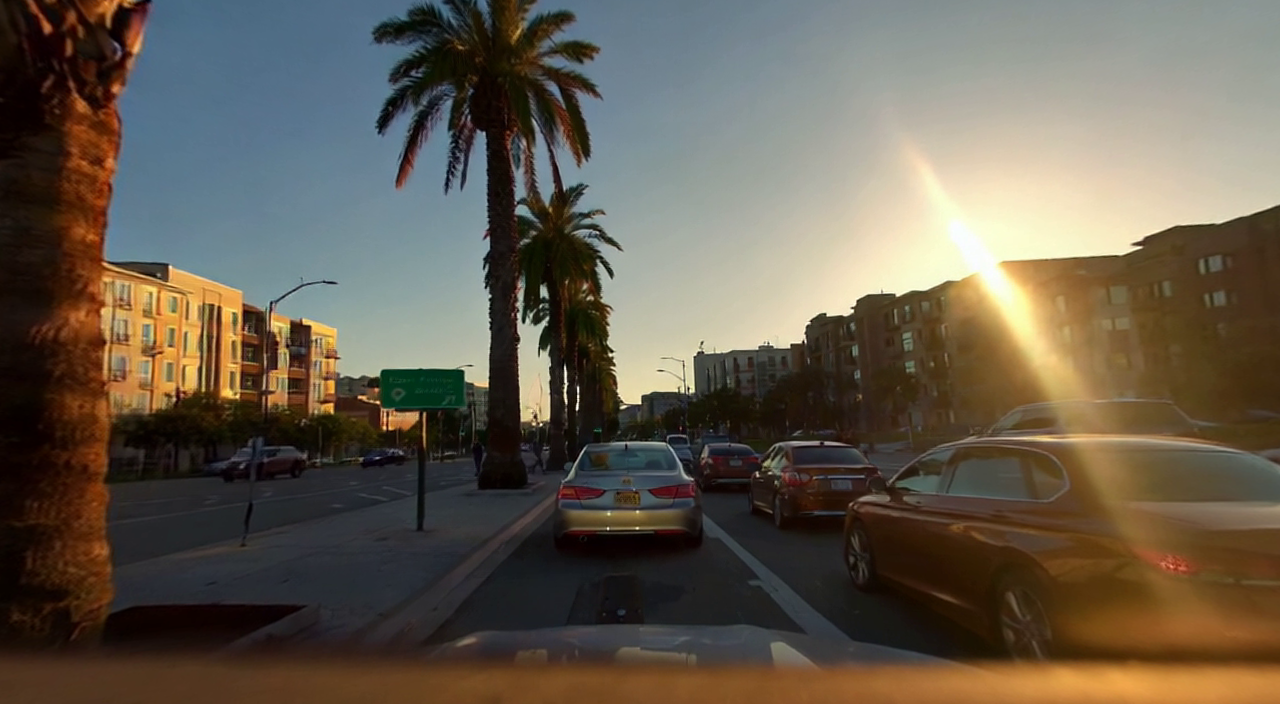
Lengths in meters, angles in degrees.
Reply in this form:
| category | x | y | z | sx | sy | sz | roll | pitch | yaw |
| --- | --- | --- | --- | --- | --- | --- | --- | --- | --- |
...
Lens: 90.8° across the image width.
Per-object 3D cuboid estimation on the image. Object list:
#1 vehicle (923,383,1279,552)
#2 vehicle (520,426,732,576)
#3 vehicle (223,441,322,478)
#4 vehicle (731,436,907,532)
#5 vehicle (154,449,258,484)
| category | x | y | z | sx | sy | sz | roll | pitch | yaw |
| --- | --- | --- | --- | --- | --- | --- | --- | --- | --- |
| vehicle | 7.193 | 1.832 | 10.643 | 2.254 | 2.072 | 5.577 | 0 | -8 | 0 |
| vehicle | -0.158 | 1.813 | 8.461 | 2.158 | 1.498 | 3.919 | 0 | -8 | 0 |
| vehicle | -20.516 | 6.015 | 35.638 | 2.306 | 1.880 | 5.537 | 0 | -8 | -1 |
| vehicle | 3.089 | 2.362 | 11.992 | 1.925 | 1.451 | 4.436 | 0 | -8 | -2 |
| vehicle | -24.060 | 6.319 | 35.313 | 2.055 | 1.759 | 5.200 | 0 | -8 | 0 |
